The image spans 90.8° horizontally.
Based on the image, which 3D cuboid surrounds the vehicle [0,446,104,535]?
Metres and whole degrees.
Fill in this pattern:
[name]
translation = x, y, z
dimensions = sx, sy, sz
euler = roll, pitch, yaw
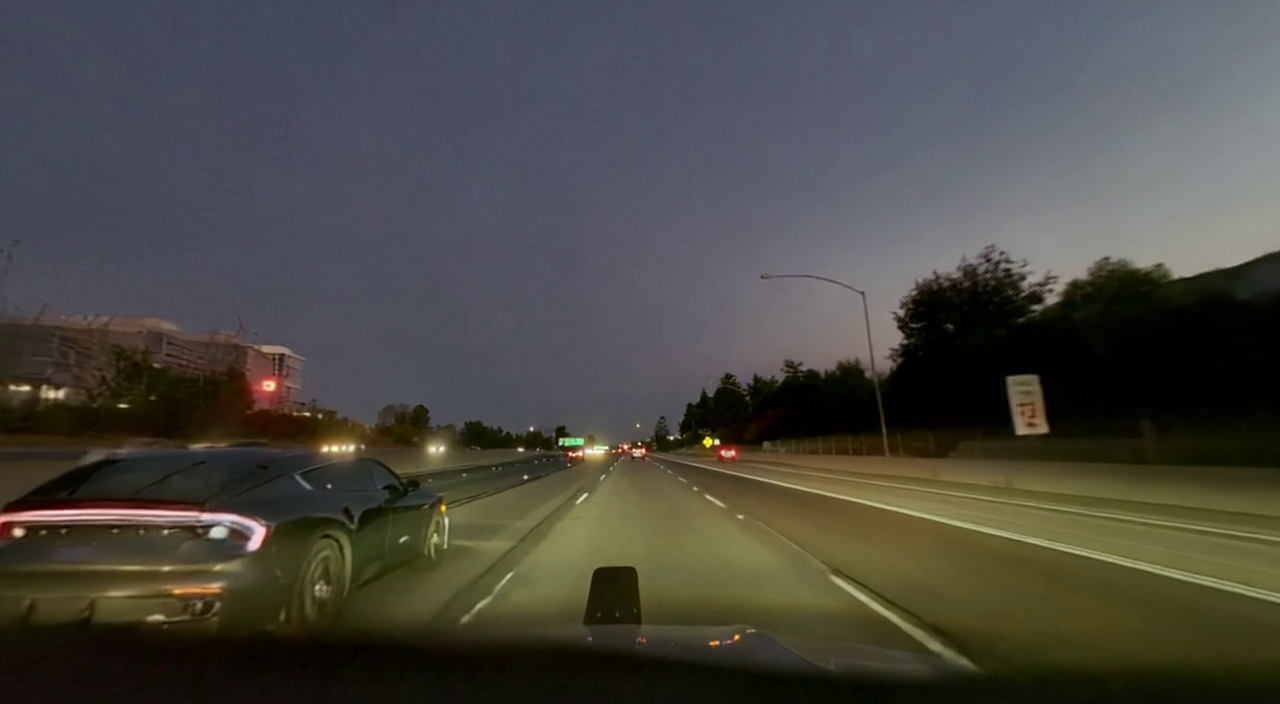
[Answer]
[vehicle]
translation = -11.219, 2.173, 9.687
dimensions = 1.983, 1.381, 4.464
euler = -1, -8, 2
